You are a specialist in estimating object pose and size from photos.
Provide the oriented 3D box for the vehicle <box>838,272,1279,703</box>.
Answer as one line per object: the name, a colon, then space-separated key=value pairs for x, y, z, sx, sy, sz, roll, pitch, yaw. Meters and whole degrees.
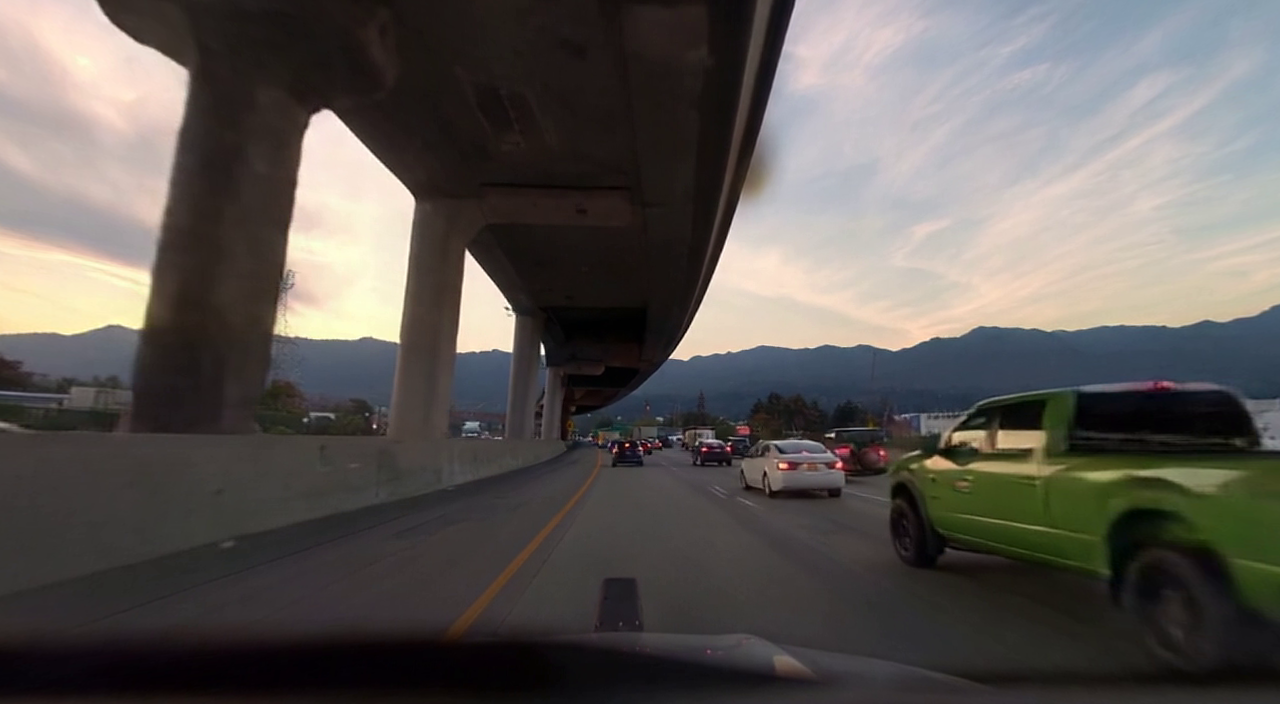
vehicle: x=4.036 y=0.990 z=4.638 sx=2.747 sy=2.061 sz=7.011 roll=0 pitch=-8 yaw=-1

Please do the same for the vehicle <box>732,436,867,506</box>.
vehicle: x=3.747 y=2.885 z=15.905 sx=1.923 sy=1.462 sz=4.895 roll=0 pitch=-8 yaw=-3

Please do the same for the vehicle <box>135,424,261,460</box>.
vehicle: x=-19.291 y=3.989 z=27.928 sx=2.170 sy=1.464 sz=4.896 roll=0 pitch=-8 yaw=-2

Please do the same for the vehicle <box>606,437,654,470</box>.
vehicle: x=-0.583 y=5.130 z=32.070 sx=2.266 sy=1.549 sz=3.978 roll=0 pitch=-8 yaw=-3

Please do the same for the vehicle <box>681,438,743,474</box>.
vehicle: x=3.217 y=4.749 z=29.059 sx=2.057 sy=1.517 sz=4.538 roll=0 pitch=-8 yaw=-4
